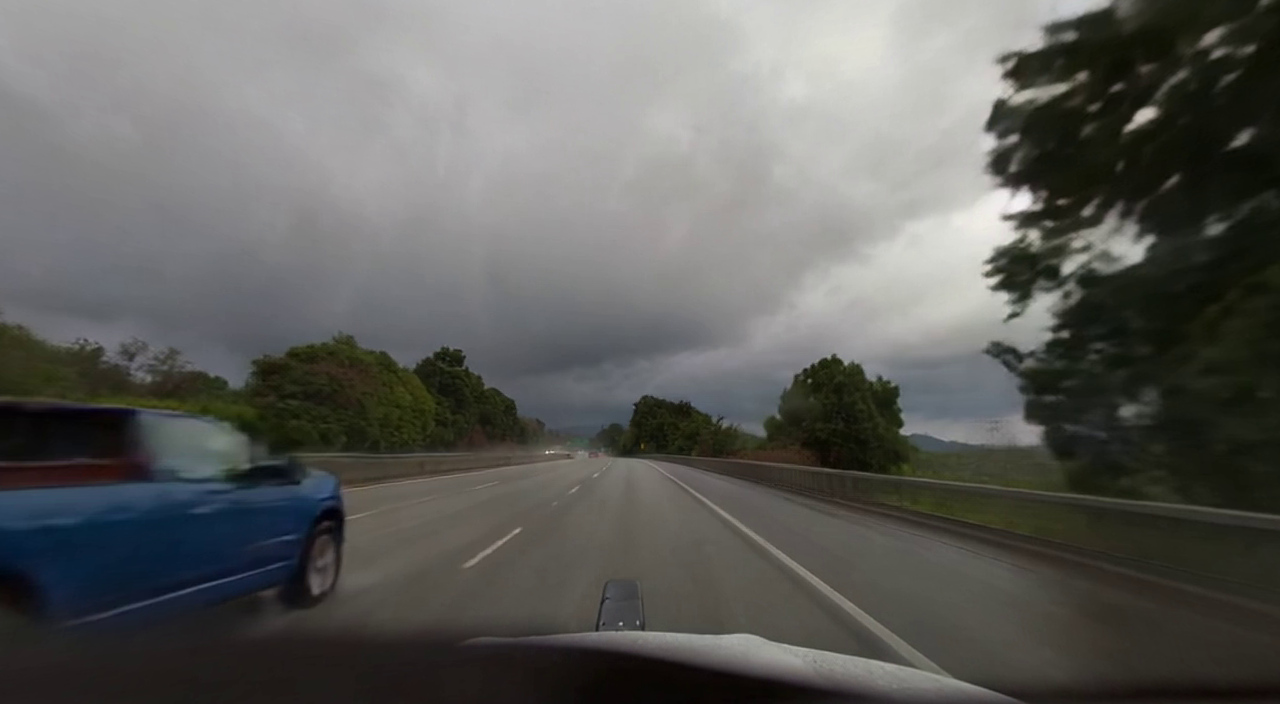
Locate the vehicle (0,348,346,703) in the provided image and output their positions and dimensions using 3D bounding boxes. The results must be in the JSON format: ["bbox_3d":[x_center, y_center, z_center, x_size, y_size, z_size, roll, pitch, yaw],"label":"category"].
[{"bbox_3d":[-3.483,0.880,2.563,2.279,1.683,4.726,0,-9,0],"label":"vehicle"}]
